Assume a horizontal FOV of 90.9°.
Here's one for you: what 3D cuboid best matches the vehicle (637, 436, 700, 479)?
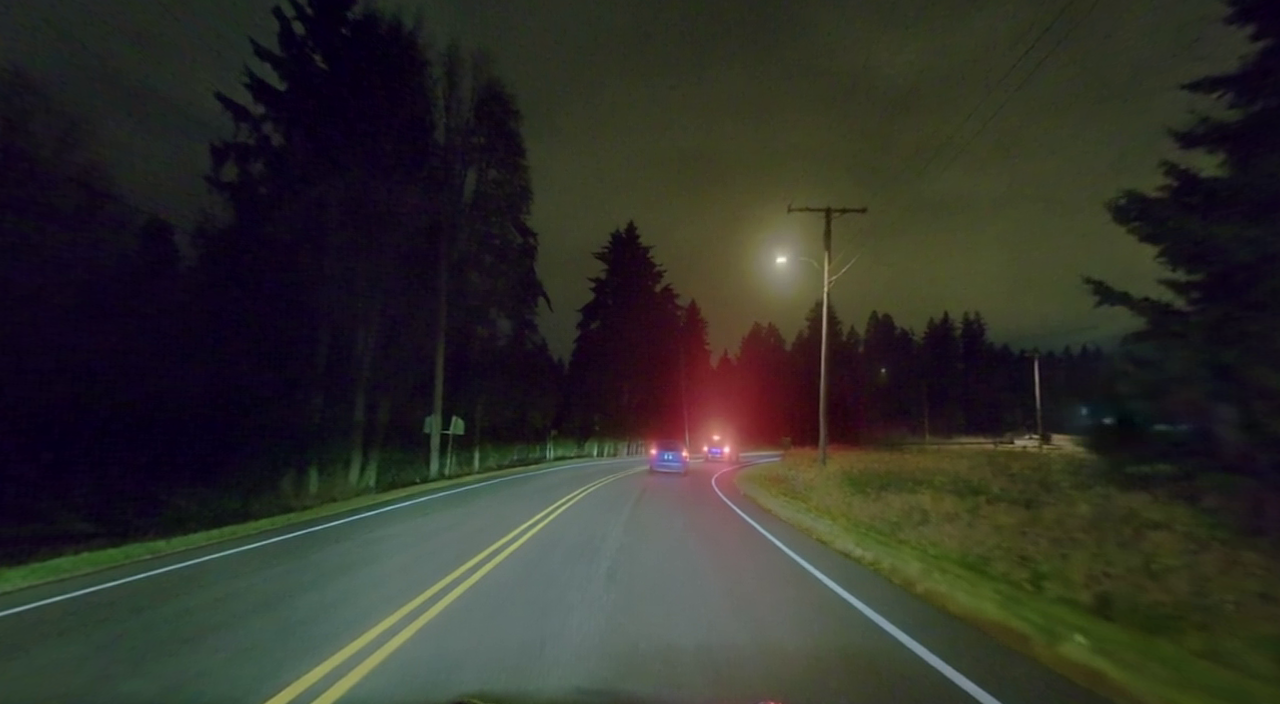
[{"bbox_3d":[1.254,4.307,25.989,2.157,1.565,4.243,-1,-8,8],"label":"vehicle"}]

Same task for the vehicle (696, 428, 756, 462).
[{"bbox_3d":[5.939,6.320,42.741,2.376,2.145,5.953,-4,-9,24],"label":"vehicle"}]
